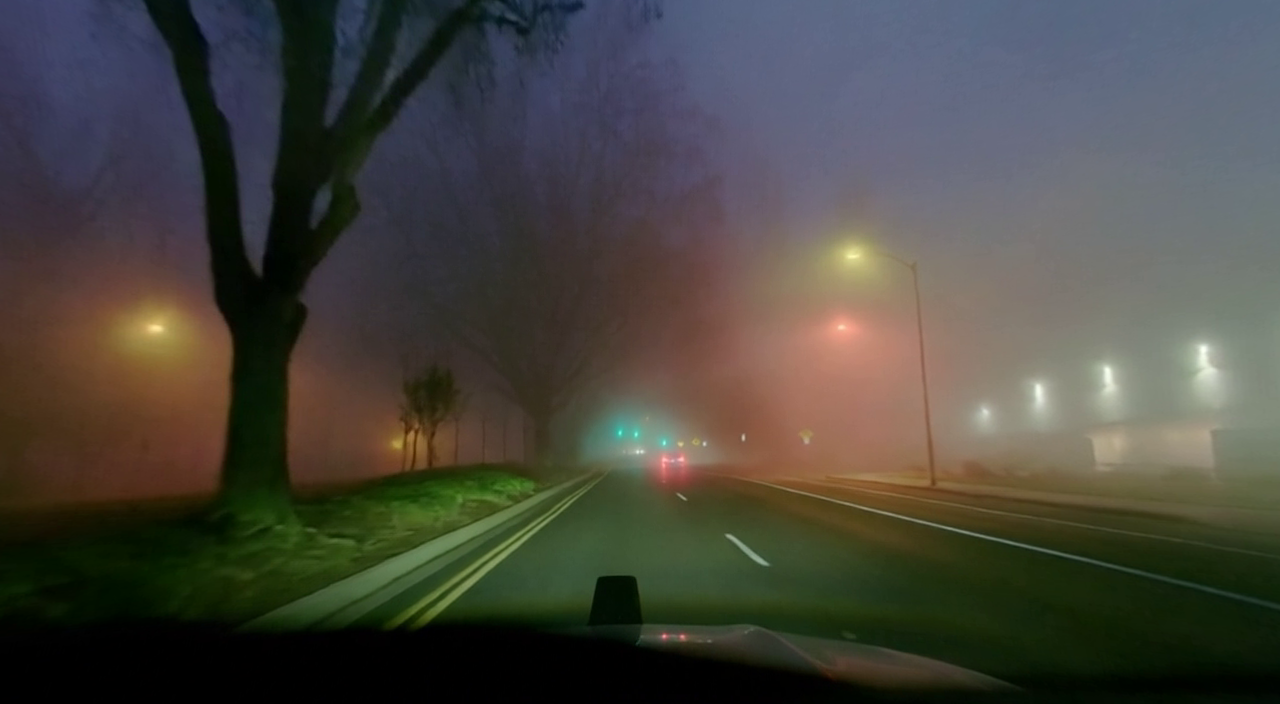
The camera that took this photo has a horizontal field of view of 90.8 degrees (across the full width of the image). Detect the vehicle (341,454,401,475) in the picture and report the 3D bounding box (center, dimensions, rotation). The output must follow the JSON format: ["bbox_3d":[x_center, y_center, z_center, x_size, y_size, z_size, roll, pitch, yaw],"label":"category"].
[{"bbox_3d":[-19.098,7.985,45.005,2.637,1.401,3.741,1,-9,0],"label":"vehicle"}]
